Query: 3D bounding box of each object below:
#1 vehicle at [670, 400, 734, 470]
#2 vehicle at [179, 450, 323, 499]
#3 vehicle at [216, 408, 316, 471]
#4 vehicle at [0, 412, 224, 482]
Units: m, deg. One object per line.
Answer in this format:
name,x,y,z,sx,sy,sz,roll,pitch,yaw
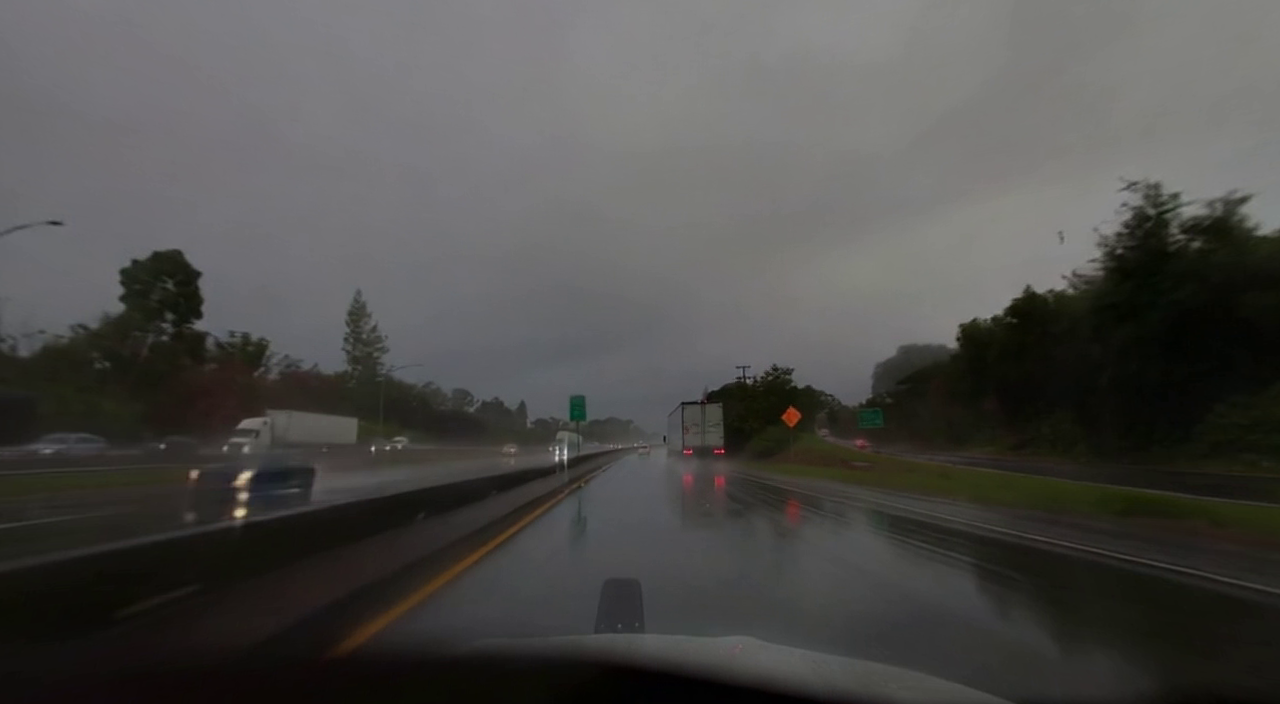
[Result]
vehicle,3.994,5.913,43.815,3.185,4.154,12.638,0,-9,0
vehicle,-13.196,4.148,21.738,1.933,1.482,4.661,0,-9,1
vehicle,-26.076,6.196,44.236,3.038,4.079,6.098,0,-9,1
vehicle,-26.515,4.631,30.487,2.964,2.690,14.306,0,-9,0
